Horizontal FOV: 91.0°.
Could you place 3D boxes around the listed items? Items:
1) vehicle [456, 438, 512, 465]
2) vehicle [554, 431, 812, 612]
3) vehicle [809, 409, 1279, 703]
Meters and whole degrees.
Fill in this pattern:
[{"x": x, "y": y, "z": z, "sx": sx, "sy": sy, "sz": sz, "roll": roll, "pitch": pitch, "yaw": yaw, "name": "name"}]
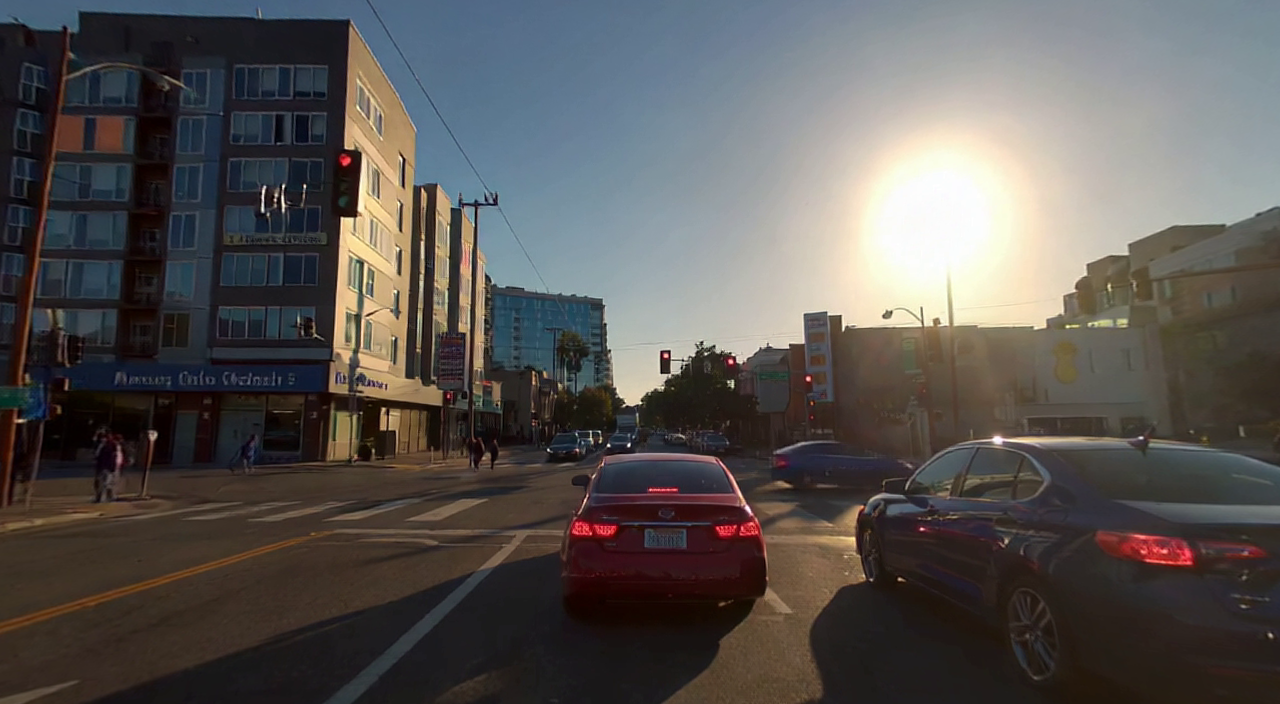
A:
[{"x": -9.861, "y": 6.327, "z": 40.143, "sx": 2.030, "sy": 1.596, "sz": 3.912, "roll": -1, "pitch": -9, "yaw": 9, "name": "vehicle"}, {"x": 0.280, "y": 1.695, "z": 7.291, "sx": 2.132, "sy": 1.464, "sz": 4.089, "roll": 0, "pitch": -8, "yaw": -2, "name": "vehicle"}, {"x": 2.814, "y": 1.287, "z": 4.560, "sx": 1.961, "sy": 1.498, "sz": 4.356, "roll": 0, "pitch": -8, "yaw": 0, "name": "vehicle"}]
